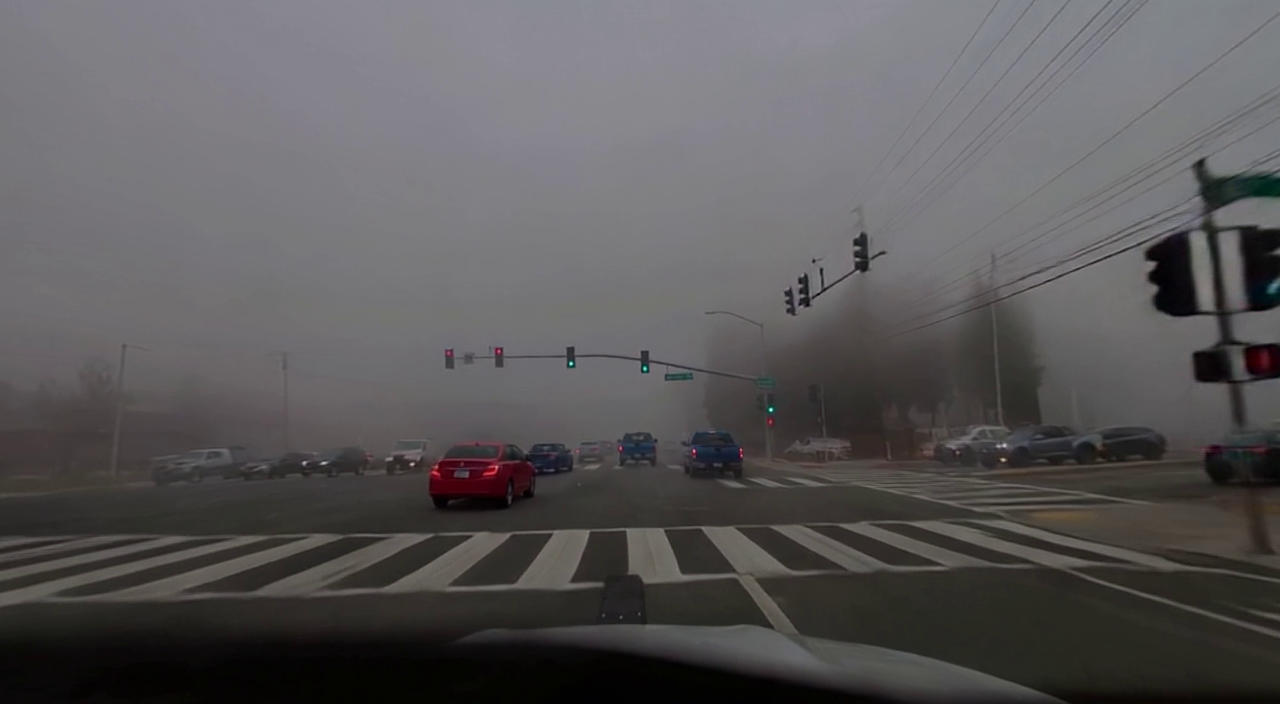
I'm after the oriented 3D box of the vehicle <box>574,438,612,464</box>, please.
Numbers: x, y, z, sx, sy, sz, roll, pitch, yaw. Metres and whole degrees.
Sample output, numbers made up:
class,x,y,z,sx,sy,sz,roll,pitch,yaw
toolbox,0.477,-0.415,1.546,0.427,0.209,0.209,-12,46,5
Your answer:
class,x,y,z,sx,sy,sz,roll,pitch,yaw
vehicle,-3.316,7.161,45.779,2.273,1.749,4.385,0,-8,2

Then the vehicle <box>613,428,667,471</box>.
class,x,y,z,sx,sy,sz,roll,pitch,yaw
vehicle,0.129,5.259,34.226,2.643,2.145,5.585,-1,-8,3

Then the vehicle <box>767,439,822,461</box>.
class,x,y,z,sx,sy,sz,roll,pitch,yaw
vehicle,12.059,7.713,49.612,2.010,1.633,4.246,3,-9,-21

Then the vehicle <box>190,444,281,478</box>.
class,x,y,z,sx,sy,sz,roll,pitch,yaw
vehicle,-24.438,6.601,38.411,2.224,1.759,4.994,-4,-9,0

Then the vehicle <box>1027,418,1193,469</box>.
class,x,y,z,sx,sy,sz,roll,pitch,yaw
vehicle,17.390,3.419,23.474,4.782,1.768,2.152,2,-9,-11

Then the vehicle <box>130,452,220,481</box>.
class,x,y,z,sx,sy,sz,roll,pitch,yaw
vehicle,-28.056,6.911,38.323,1.985,1.609,4.536,-1,-9,1

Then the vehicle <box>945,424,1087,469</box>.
class,x,y,z,sx,sy,sz,roll,pitch,yaw
vehicle,15.439,3.918,26.080,4.681,1.756,2.109,2,-9,-9

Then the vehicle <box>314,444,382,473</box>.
class,x,y,z,sx,sy,sz,roll,pitch,yaw
vehicle,-17.996,6.547,39.179,1.958,1.683,4.559,-1,-8,2

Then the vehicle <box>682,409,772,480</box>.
class,x,y,z,sx,sy,sz,roll,pitch,yaw
vehicle,3.527,4.008,27.414,2.905,2.636,6.895,0,-8,0

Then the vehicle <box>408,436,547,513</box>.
class,x,y,z,sx,sy,sz,roll,pitch,yaw
vehicle,-3.560,2.760,14.794,1.939,1.494,4.499,0,-8,2
